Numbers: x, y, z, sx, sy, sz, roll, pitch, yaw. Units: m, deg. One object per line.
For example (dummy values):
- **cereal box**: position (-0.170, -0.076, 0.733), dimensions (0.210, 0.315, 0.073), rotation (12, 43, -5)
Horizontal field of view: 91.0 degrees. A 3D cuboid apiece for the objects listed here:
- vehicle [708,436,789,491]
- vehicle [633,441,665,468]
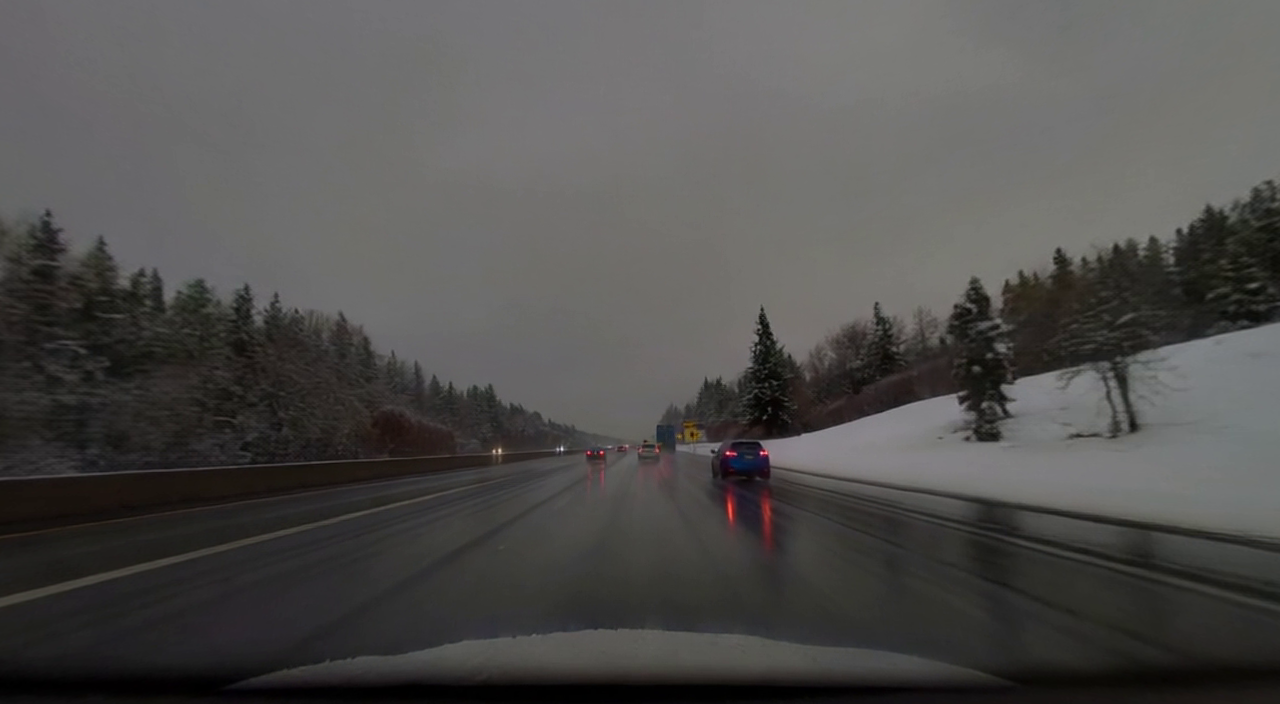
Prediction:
- **vehicle**: position (3.713, 3.911, 22.437), dimensions (2.082, 1.720, 4.393), rotation (1, -9, 0)
- **vehicle**: position (0.607, 7.291, 44.932), dimensions (2.205, 1.785, 4.423), rotation (1, -9, 0)
